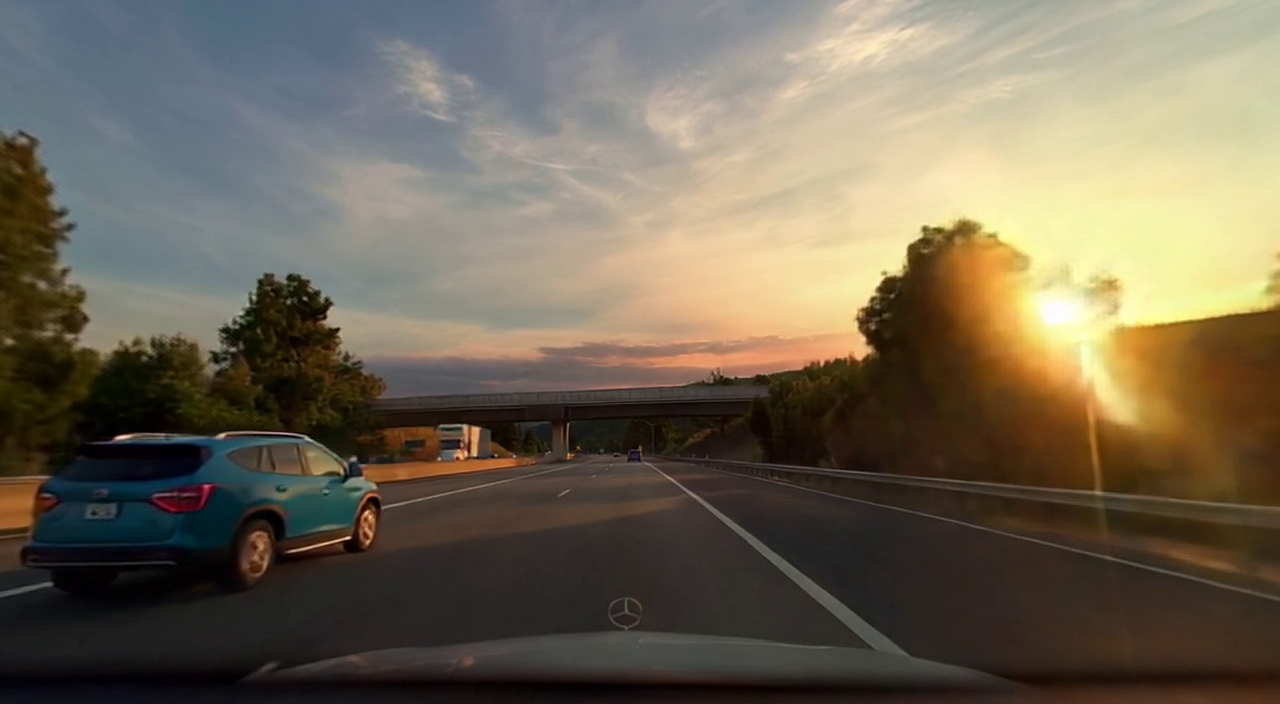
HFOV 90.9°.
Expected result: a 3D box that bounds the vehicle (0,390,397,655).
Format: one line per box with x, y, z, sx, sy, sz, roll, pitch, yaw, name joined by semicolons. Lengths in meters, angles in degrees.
-4.612;1.489;6.614;2.221;1.750;4.706;0;-9;0;vehicle
